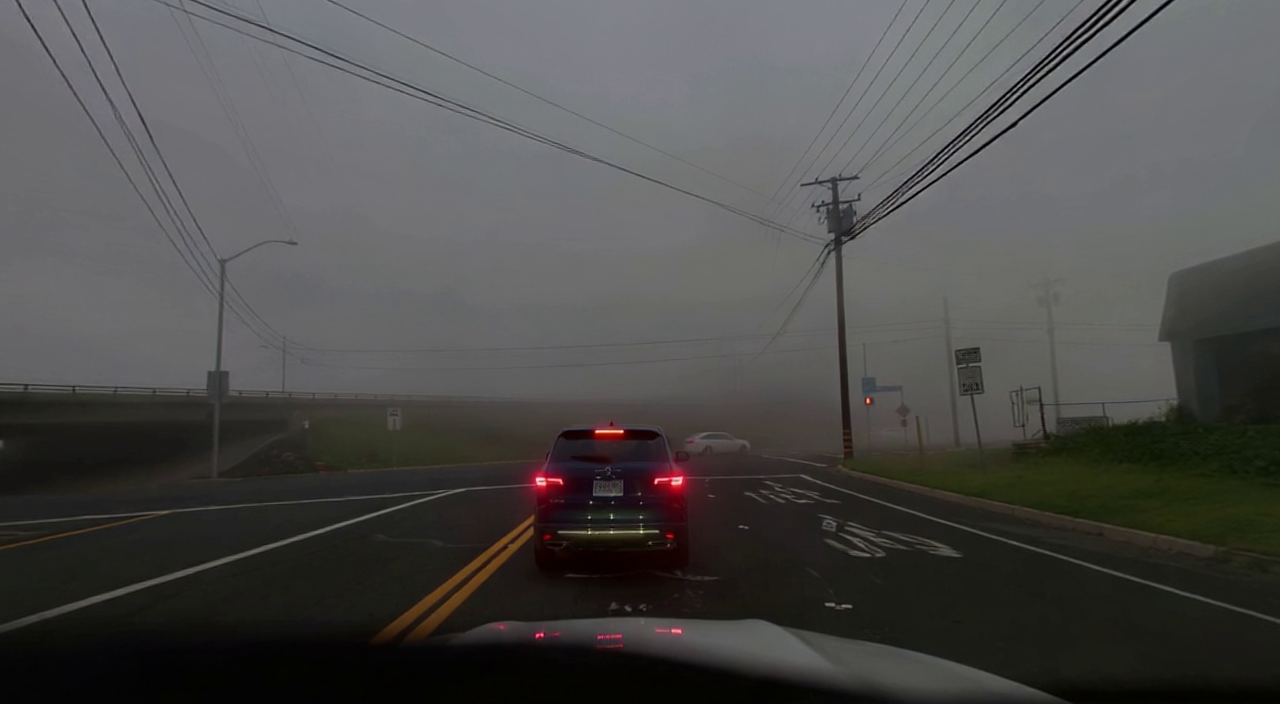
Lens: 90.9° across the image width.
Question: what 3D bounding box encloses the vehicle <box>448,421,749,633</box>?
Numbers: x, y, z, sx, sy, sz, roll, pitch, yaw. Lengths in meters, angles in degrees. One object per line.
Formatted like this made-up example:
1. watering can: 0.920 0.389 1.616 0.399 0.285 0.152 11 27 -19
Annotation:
1. vehicle: -0.252 1.526 6.467 2.090 1.458 4.033 -1 -9 1
